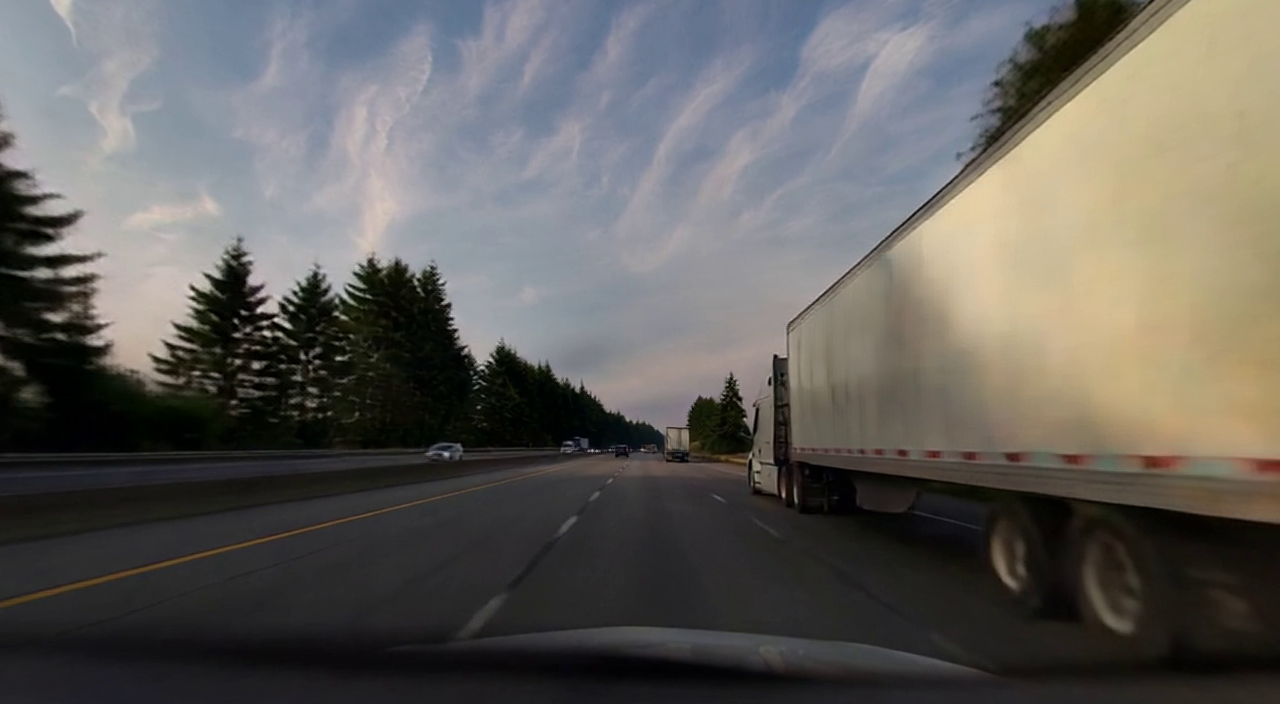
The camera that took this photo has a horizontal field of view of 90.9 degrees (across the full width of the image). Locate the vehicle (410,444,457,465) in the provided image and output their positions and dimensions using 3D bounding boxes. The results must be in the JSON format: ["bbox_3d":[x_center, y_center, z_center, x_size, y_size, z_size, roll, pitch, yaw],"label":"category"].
[{"bbox_3d":[-15.059,7.503,46.175,1.855,1.494,4.724,0,-9,0],"label":"vehicle"}]

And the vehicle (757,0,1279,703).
[{"bbox_3d":[4.153,0.526,7.684,2.950,4.033,13.276,0,-9,0],"label":"vehicle"}]
